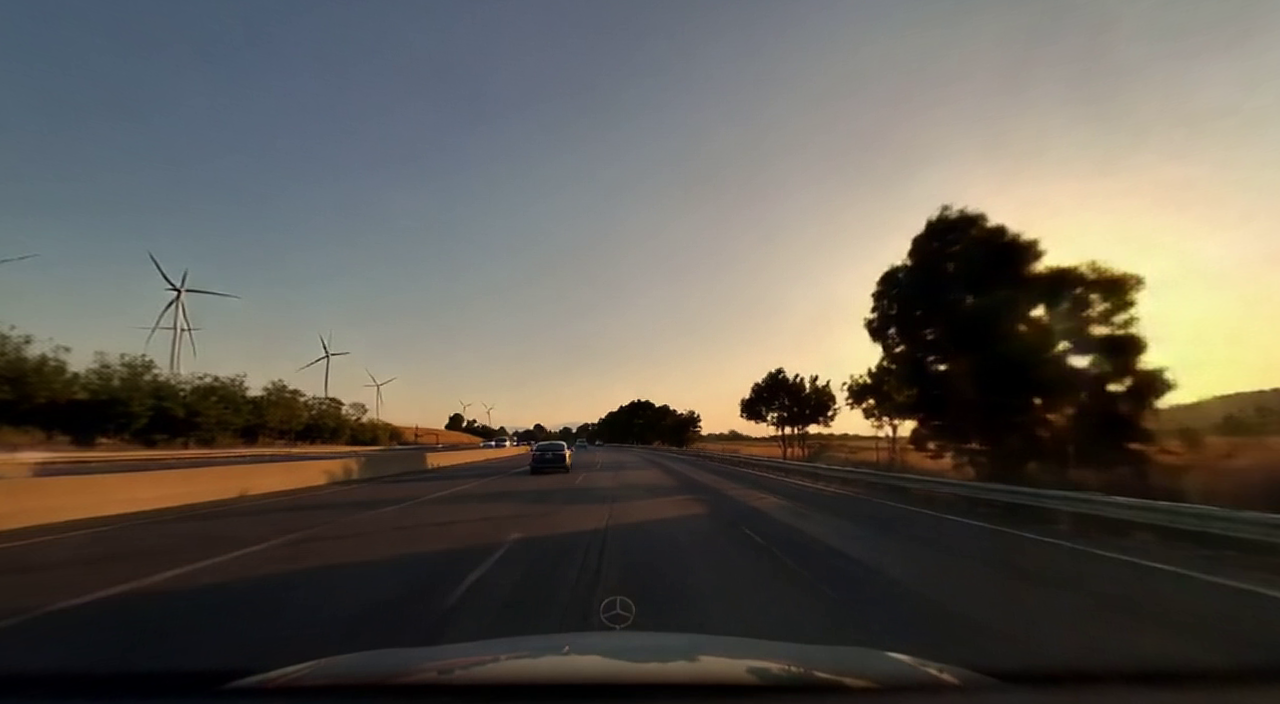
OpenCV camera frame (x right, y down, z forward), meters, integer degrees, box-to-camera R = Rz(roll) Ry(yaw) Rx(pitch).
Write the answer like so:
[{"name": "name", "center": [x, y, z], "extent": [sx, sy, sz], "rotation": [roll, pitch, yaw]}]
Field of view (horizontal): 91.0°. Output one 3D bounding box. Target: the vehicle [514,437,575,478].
[{"name": "vehicle", "center": [-3.956, 4.430, 26.786], "extent": [2.053, 1.549, 4.097], "rotation": [0, -8, -2]}]
